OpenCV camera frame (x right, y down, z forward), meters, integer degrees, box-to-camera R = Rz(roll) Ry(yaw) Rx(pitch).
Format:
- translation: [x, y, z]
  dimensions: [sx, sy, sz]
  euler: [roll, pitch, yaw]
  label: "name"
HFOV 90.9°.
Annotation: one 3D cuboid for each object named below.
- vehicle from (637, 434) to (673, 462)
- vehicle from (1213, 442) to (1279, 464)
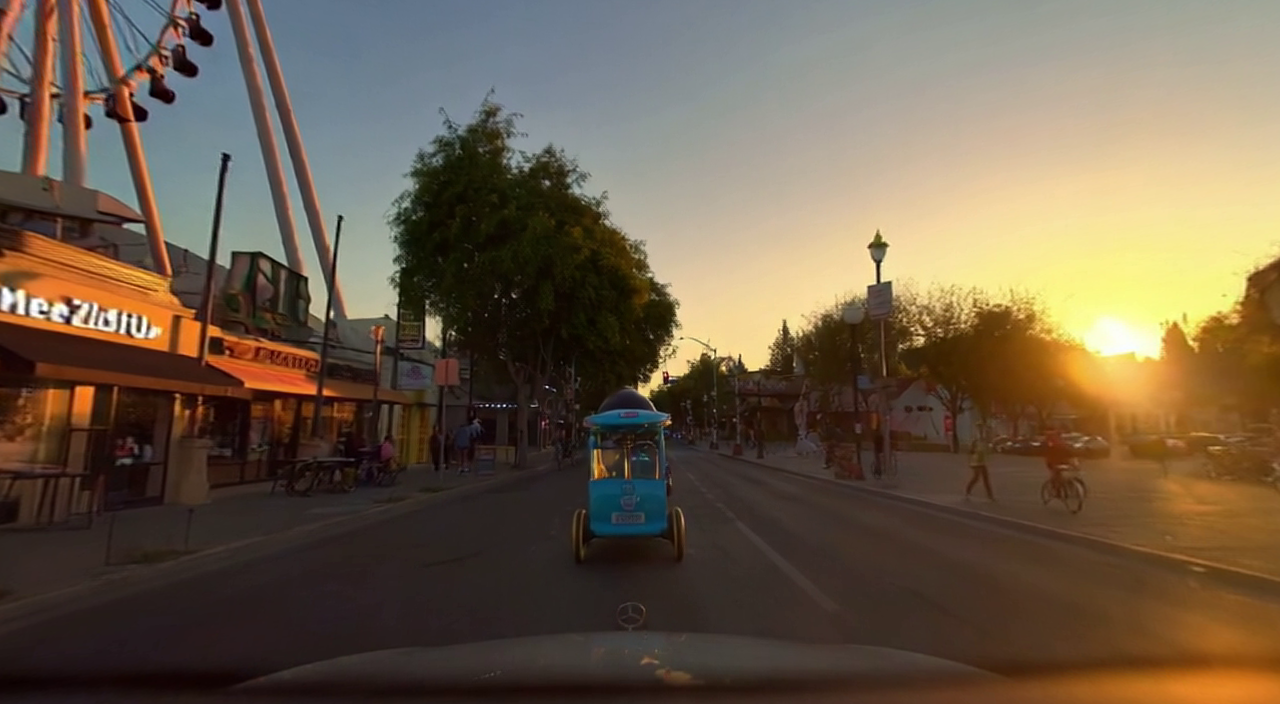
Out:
- translation: [1.013, 6.411, 42.221]
  dimensions: [2.221, 1.773, 4.228]
  euler: [-1, -9, 2]
  label: "vehicle"
- translation: [41.760, 6.781, 42.442]
  dimensions: [4.120, 1.445, 1.893]
  euler: [-2, -9, 10]
  label: "vehicle"
